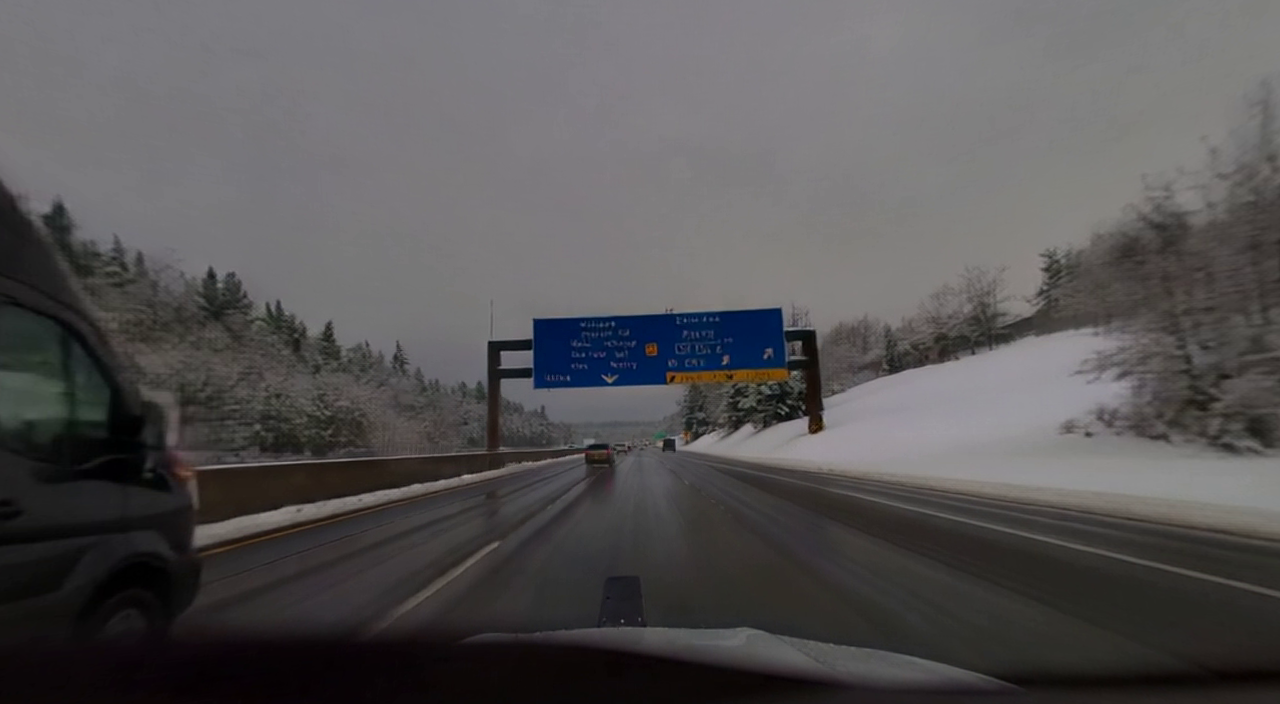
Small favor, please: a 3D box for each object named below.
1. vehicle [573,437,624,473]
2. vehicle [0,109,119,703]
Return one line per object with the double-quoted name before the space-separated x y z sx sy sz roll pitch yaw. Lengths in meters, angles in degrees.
"vehicle" -2.016 5.196 31.916 2.183 1.662 3.968 0 -9 2
"vehicle" -4.021 -0.069 0.255 2.382 2.736 5.982 0 -9 0
